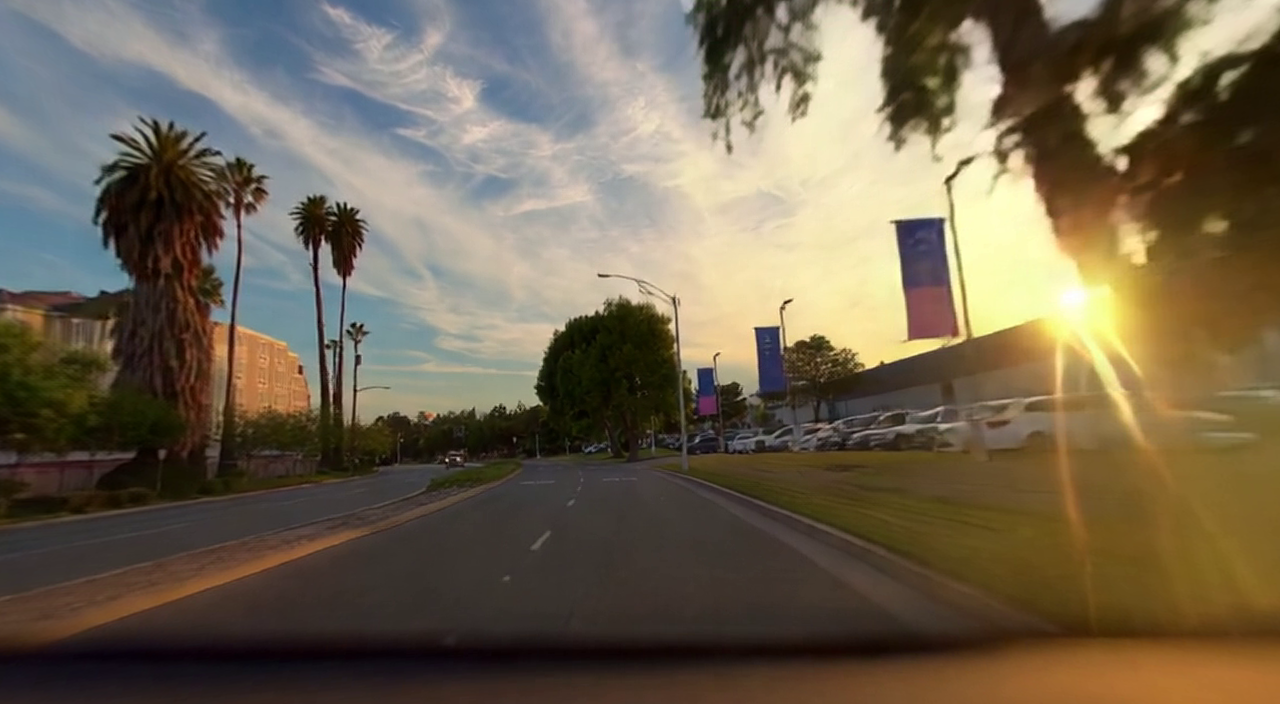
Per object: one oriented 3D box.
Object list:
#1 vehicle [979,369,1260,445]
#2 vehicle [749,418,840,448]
[{"bbox_3d":[10.901,1.345,14.624,4.671,1.630,2.200,0,-8,2],"label":"vehicle"},{"bbox_3d":[8.880,4.689,36.307,4.636,1.695,2.025,1,-8,-4],"label":"vehicle"}]
